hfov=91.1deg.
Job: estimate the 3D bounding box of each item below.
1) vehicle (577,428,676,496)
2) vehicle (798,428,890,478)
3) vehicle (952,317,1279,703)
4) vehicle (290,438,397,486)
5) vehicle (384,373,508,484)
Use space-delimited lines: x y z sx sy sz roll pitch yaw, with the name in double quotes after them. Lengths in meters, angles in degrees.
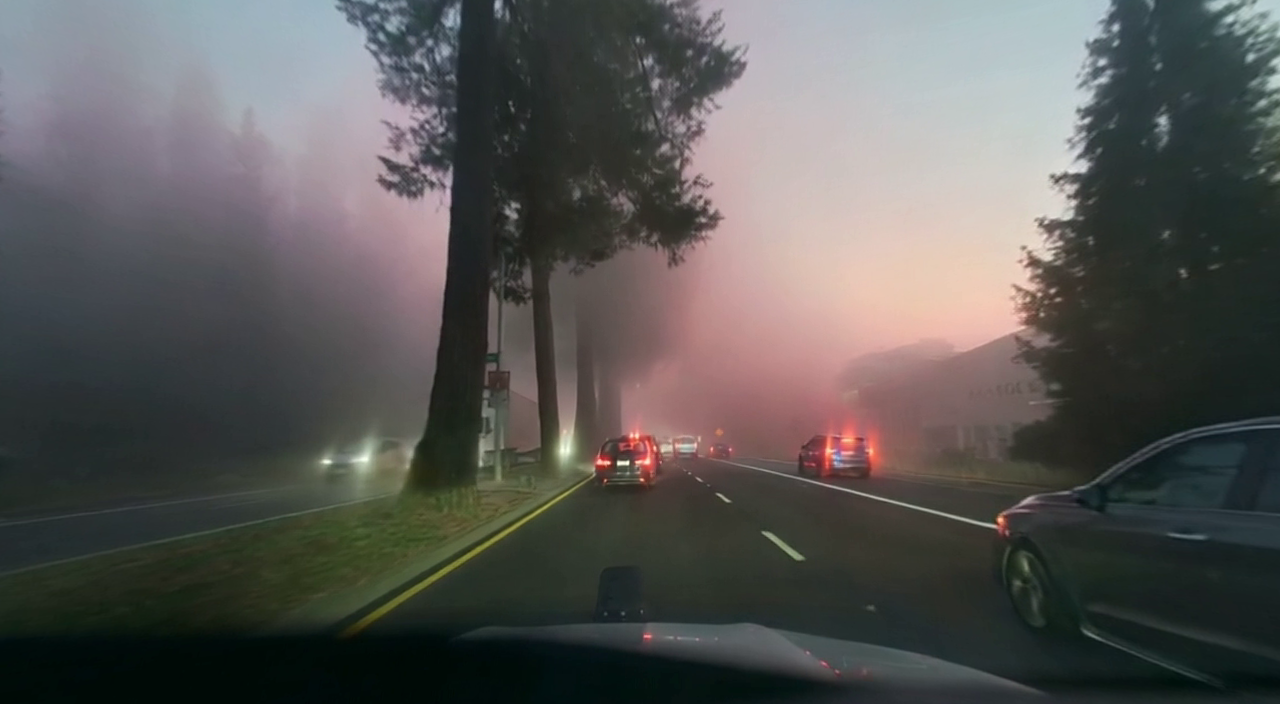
-0.329 2.887 16.784 2.315 1.563 4.080 0 -9 0 "vehicle"
7.772 3.907 24.432 2.090 1.768 4.407 0 -9 0 "vehicle"
3.596 0.793 2.772 2.090 1.763 4.560 0 -9 1 "vehicle"
-11.887 4.432 25.588 2.058 1.759 4.577 0 -9 1 "vehicle"
-8.135 3.441 27.545 3.021 4.215 7.024 0 -9 1 "vehicle"
